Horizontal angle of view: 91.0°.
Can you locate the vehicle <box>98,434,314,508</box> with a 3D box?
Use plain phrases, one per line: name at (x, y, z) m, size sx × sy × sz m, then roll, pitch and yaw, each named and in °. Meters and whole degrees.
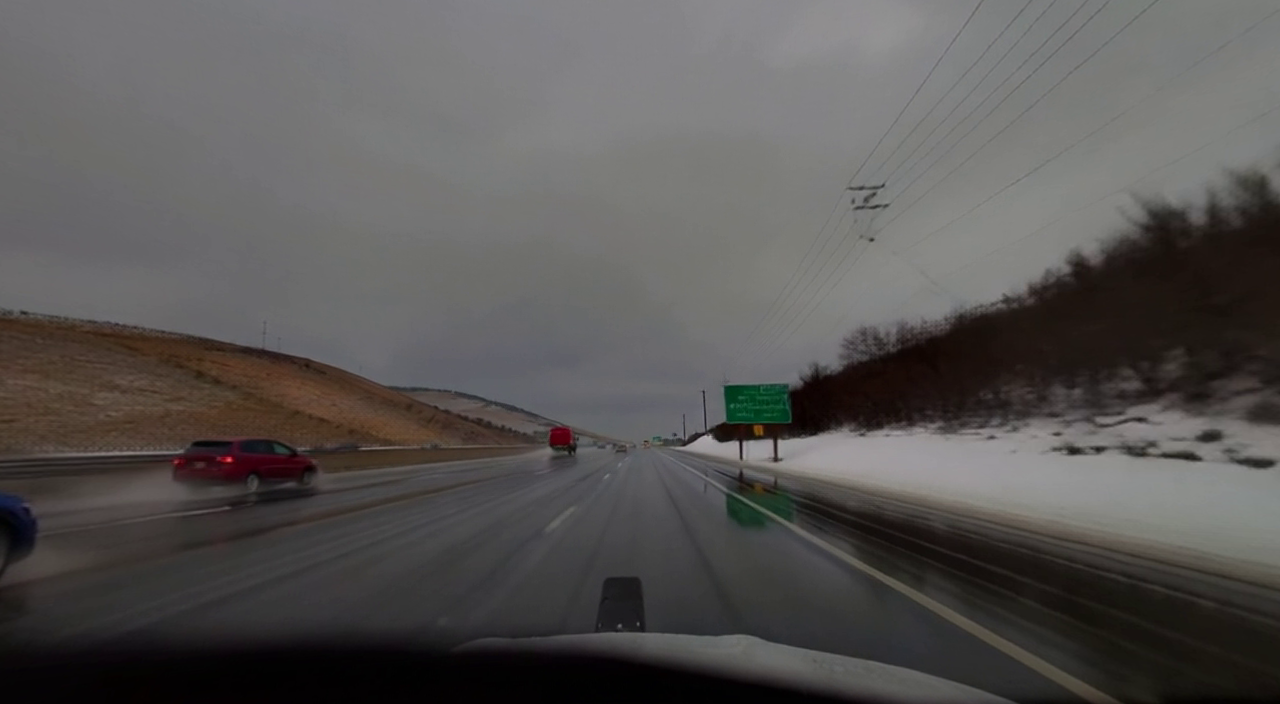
vehicle at (-10.648, 2.928, 16.071) m, size 1.971 × 1.558 × 4.847 m, roll 0°, pitch -9°, yaw 1°
